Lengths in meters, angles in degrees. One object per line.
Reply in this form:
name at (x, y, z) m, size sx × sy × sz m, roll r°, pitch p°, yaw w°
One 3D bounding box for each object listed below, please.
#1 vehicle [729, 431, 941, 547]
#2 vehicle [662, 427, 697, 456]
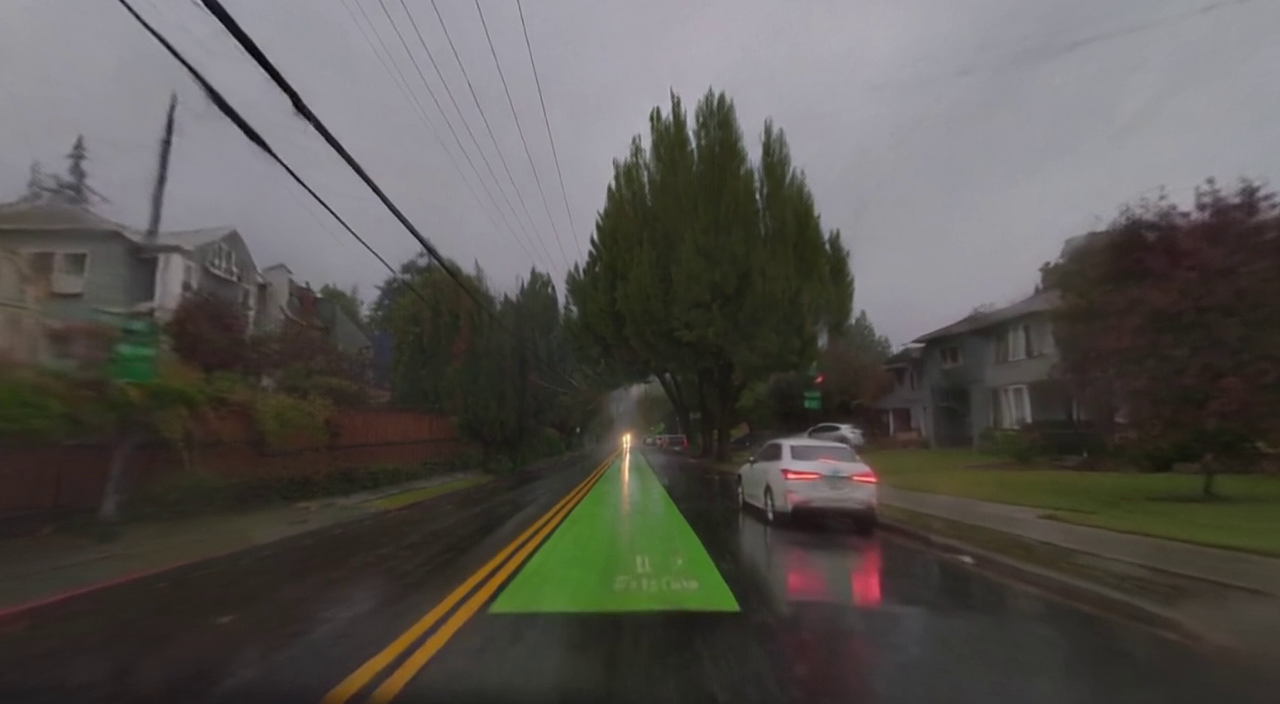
vehicle at (3.021, 2.245, 11.280) m, size 1.989 × 1.545 × 5.423 m, roll 0°, pitch -8°, yaw -1°
vehicle at (2.979, 6.951, 48.836) m, size 2.347 × 2.070 × 5.735 m, roll 0°, pitch -8°, yaw 0°
